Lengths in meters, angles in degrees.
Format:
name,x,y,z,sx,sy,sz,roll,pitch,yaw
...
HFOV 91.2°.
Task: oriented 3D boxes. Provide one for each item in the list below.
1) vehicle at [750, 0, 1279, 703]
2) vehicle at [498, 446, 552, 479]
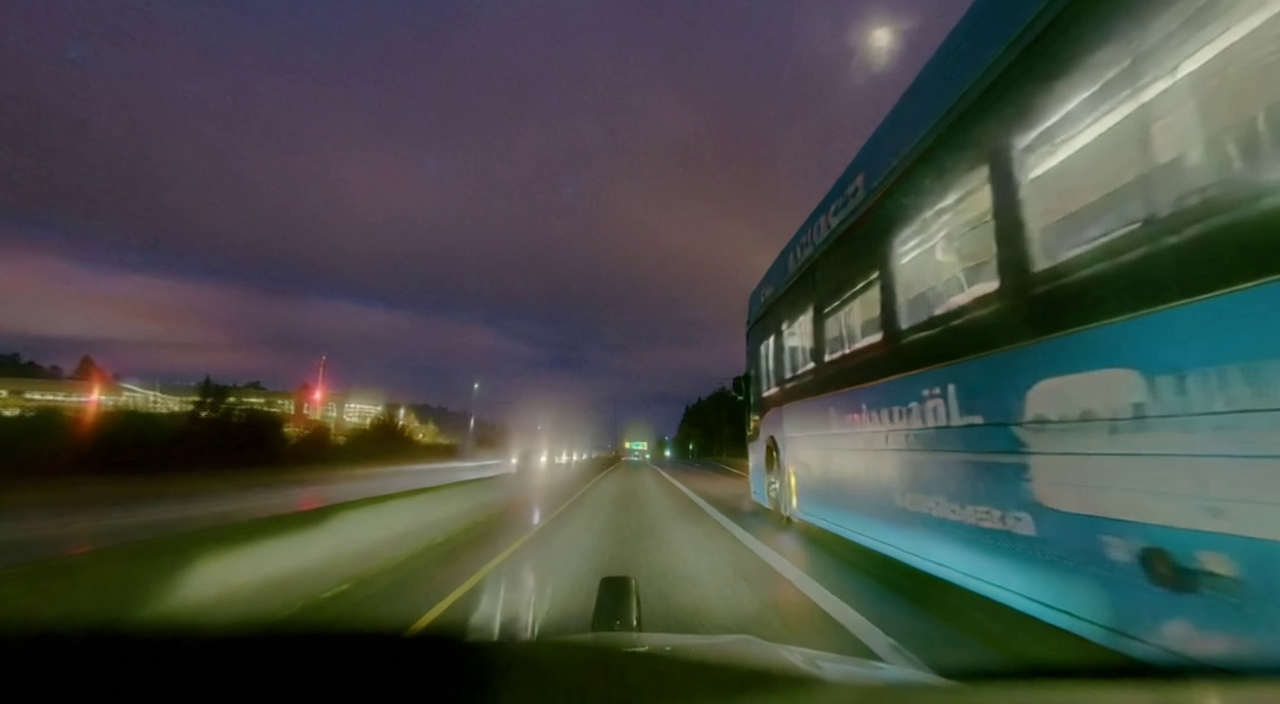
name,x,y,z,sx,sy,sz,roll,pitch,yaw
vehicle,3.729,-0.239,3.958,3.277,4.084,14.213,0,-9,-1
vehicle,-5.771,5.598,32.058,1.977,1.530,4.328,-1,-9,0
